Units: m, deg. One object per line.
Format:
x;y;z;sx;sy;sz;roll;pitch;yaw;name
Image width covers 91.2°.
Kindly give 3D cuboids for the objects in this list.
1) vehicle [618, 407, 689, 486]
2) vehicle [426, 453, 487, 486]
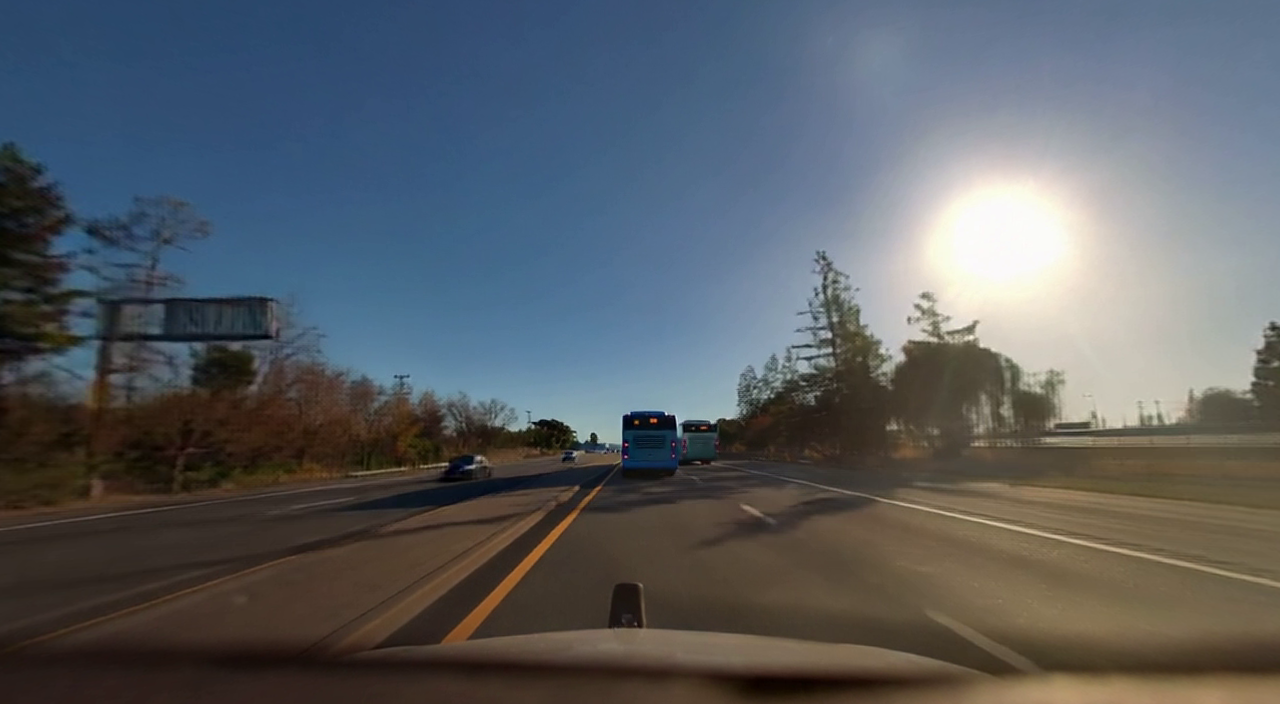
0.402;3.697;24.484;2.414;2.675;5.574;0;-9;-1;vehicle
-9.464;6.086;32.695;1.878;1.504;4.116;-1;-9;1;vehicle
